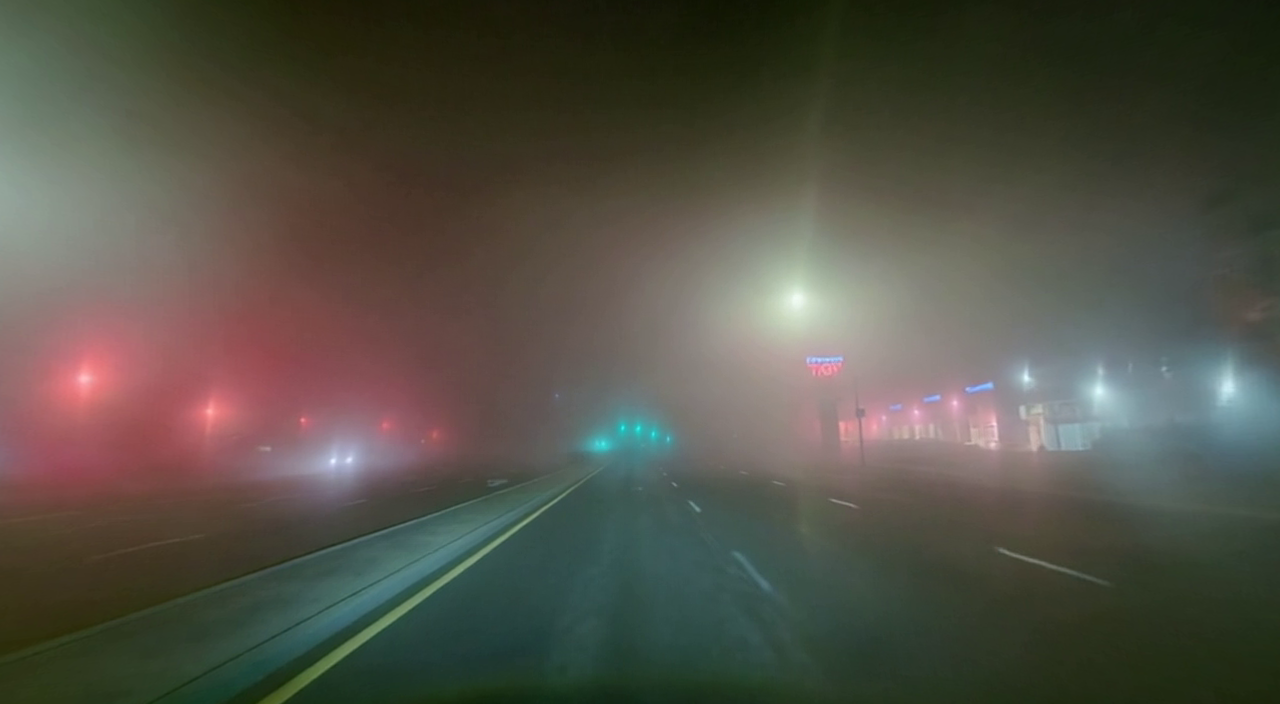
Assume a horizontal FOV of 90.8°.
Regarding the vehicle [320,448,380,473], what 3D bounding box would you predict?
[{"bbox_3d":[-19.339,7.240,42.342,2.018,1.476,4.310,-2,-8,-1],"label":"vehicle"}]
